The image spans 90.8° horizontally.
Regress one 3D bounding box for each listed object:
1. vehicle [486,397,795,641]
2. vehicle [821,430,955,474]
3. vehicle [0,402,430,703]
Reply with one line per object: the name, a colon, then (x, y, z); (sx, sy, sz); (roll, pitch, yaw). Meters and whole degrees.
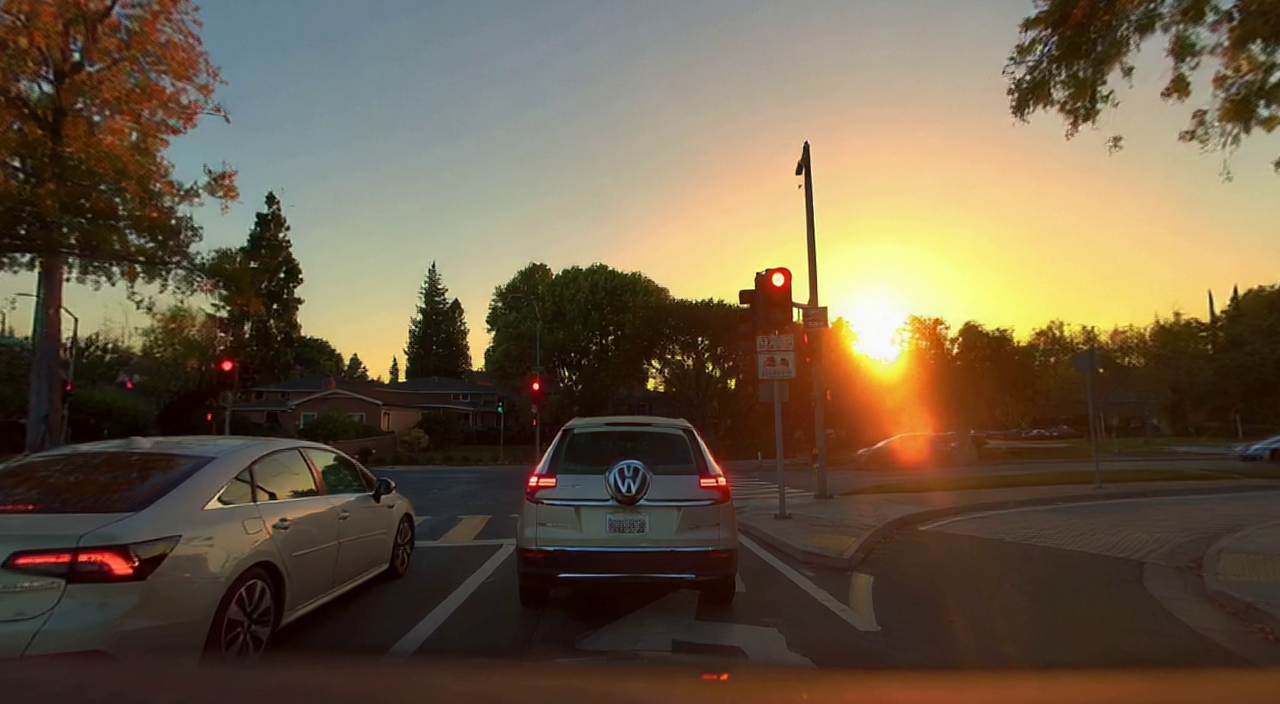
vehicle: (-0.136, 1.469, 6.559); (2.154, 1.670, 4.140); (1, -9, -4)
vehicle: (10.481, 4.260, 27.019); (4.887, 1.769, 2.035); (-1, -9, 6)
vehicle: (-3.291, 1.273, 4.711); (2.035, 1.492, 4.415); (0, -9, -2)
